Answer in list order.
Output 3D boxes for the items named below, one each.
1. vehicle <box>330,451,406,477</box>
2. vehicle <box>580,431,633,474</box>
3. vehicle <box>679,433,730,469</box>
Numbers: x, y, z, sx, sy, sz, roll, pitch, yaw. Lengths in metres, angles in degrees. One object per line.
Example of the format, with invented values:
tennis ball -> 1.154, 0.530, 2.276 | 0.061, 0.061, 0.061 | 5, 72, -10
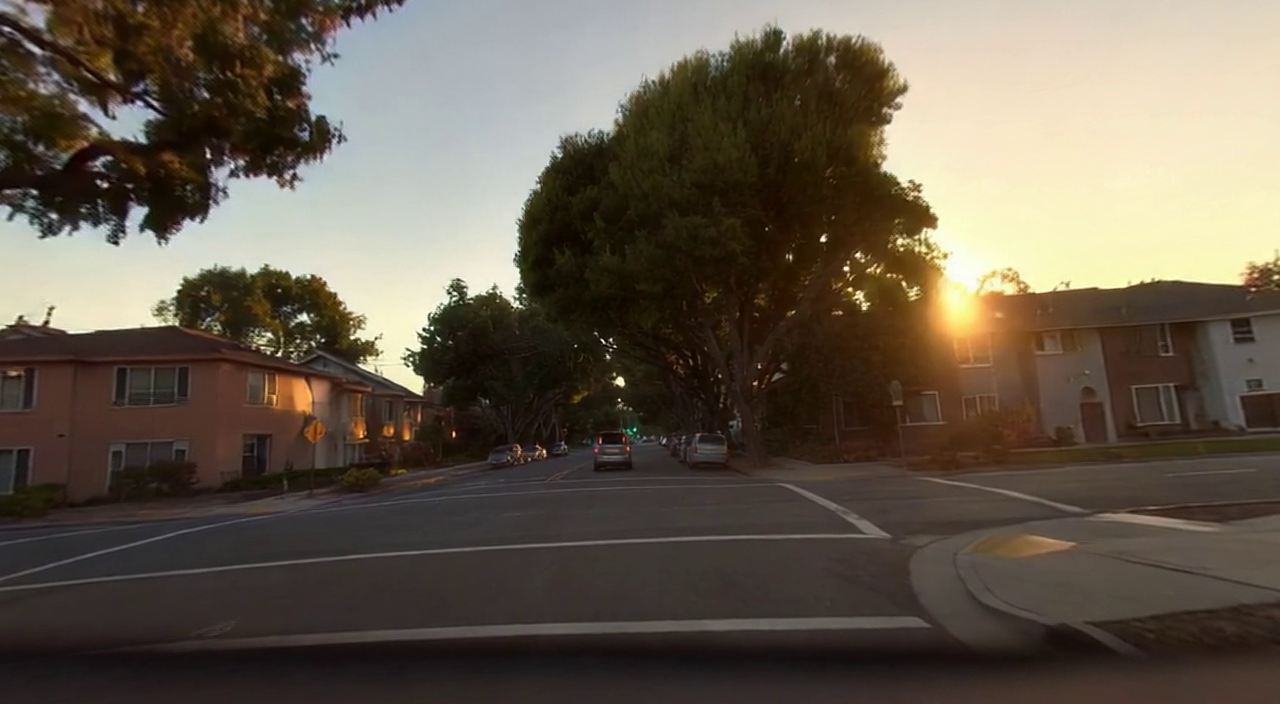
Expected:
vehicle -> -16.938, 6.971, 39.364 | 3.806, 1.501, 1.892 | 0, -9, 1
vehicle -> -1.380, 4.428, 27.994 | 2.172, 1.722, 4.201 | 0, -8, 0
vehicle -> 3.099, 4.860, 31.074 | 1.987, 1.608, 3.883 | 0, -8, -2
